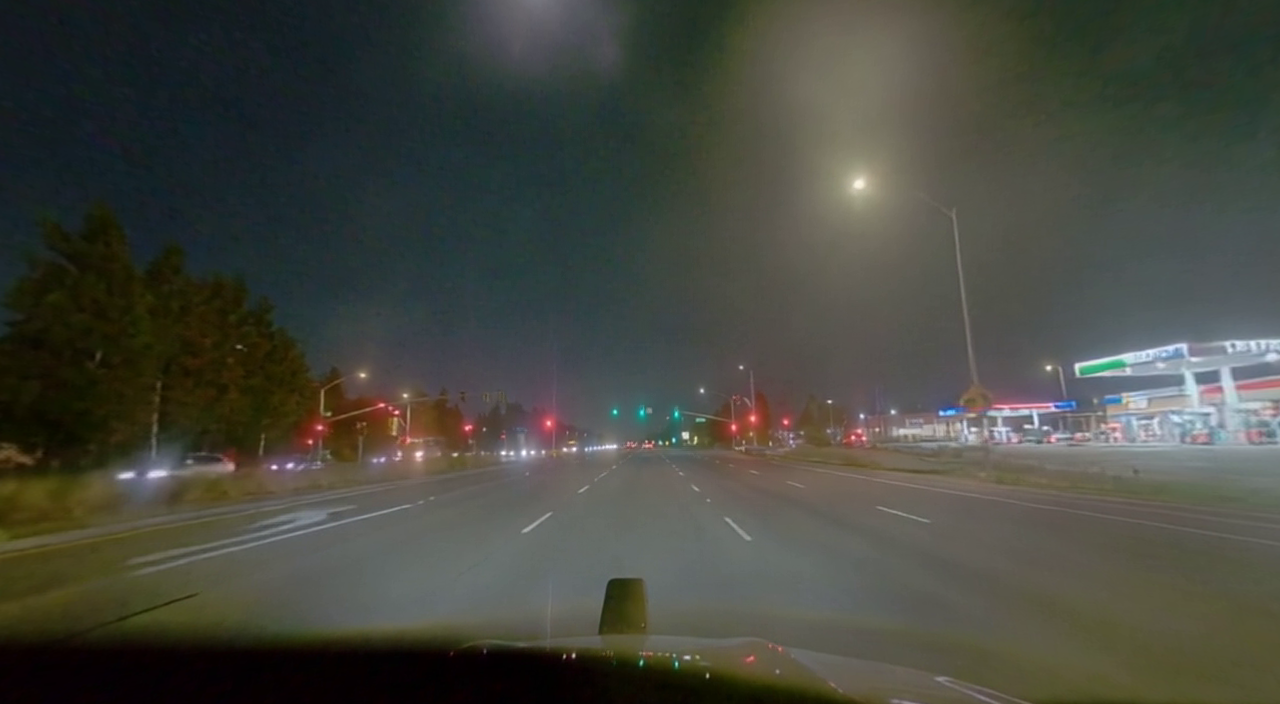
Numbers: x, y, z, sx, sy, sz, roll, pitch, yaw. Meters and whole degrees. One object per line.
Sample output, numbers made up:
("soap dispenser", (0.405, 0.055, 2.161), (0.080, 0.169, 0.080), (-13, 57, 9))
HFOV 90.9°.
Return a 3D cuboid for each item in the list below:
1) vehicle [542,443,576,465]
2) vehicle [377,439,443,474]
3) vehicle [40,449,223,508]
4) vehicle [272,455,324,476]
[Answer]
("vehicle", (-5.946, 7.495, 46.673), (1.843, 1.528, 4.121), (0, -8, 1))
("vehicle", (-14.368, 6.552, 39.776), (2.160, 1.993, 5.347), (0, -8, 0))
("vehicle", (-14.773, 3.640, 18.694), (1.880, 1.496, 4.246), (0, -8, 0))
("vehicle", (-26.181, 8.684, 48.354), (1.673, 1.400, 3.902), (-1, -8, 2))
